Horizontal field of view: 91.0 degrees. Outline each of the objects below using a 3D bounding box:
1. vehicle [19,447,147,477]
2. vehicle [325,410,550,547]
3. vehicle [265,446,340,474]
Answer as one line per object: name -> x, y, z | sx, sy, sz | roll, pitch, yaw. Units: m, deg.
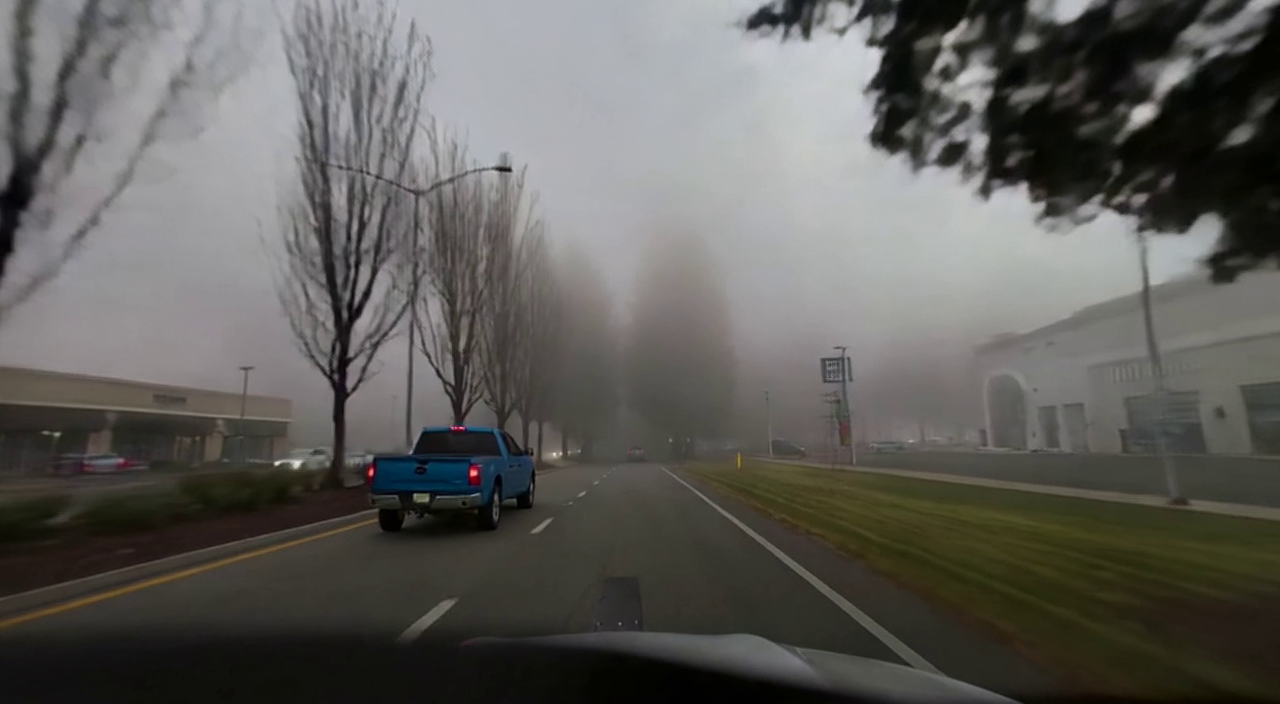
vehicle -> -28.513, 5.624, 32.293 | 4.702, 1.485, 2.024 | -1, -9, 3
vehicle -> -3.059, 2.073, 11.059 | 2.065, 1.790, 5.417 | 0, -9, 1
vehicle -> -21.294, 6.816, 39.978 | 1.840, 1.510, 5.115 | -2, -8, 2
